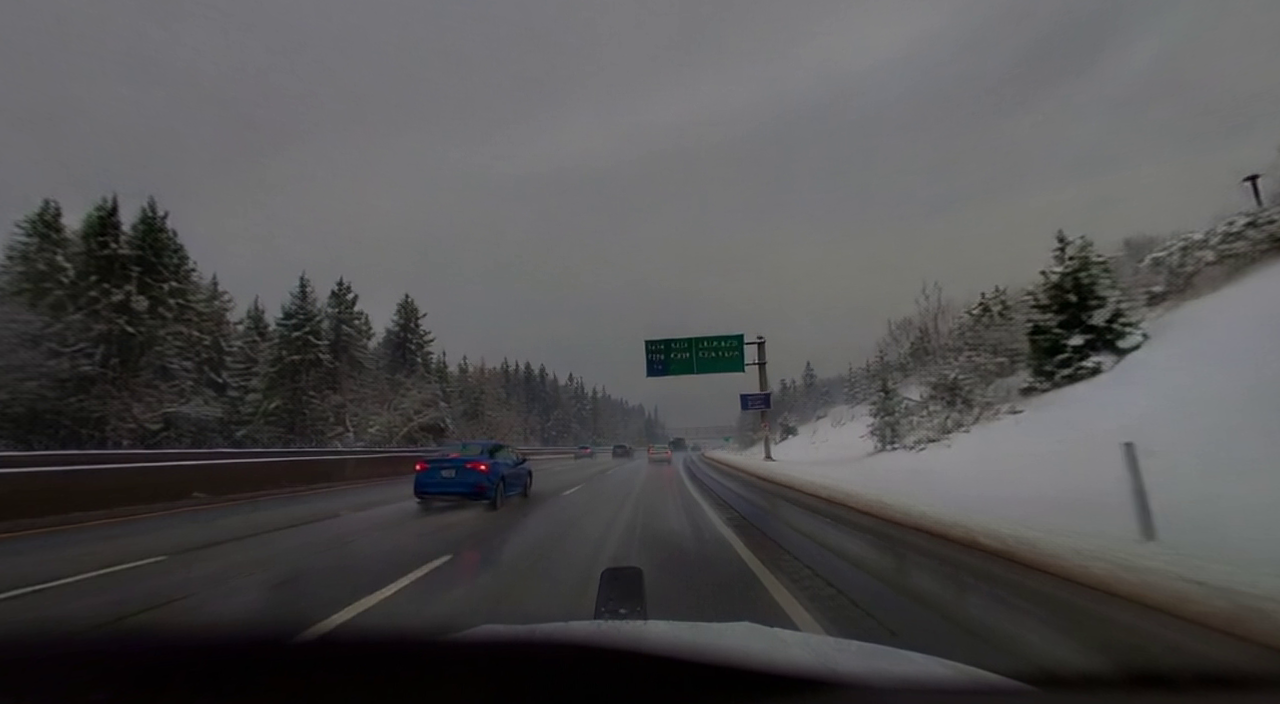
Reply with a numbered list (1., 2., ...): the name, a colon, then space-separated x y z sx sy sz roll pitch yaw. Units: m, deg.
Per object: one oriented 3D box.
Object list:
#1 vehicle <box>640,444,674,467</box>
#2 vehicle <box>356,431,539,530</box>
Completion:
1. vehicle: 1.171 6.783 41.539 2.113 1.464 4.073 0 -8 3
2. vehicle: -3.371 2.341 12.141 2.024 1.531 4.431 0 -8 1
